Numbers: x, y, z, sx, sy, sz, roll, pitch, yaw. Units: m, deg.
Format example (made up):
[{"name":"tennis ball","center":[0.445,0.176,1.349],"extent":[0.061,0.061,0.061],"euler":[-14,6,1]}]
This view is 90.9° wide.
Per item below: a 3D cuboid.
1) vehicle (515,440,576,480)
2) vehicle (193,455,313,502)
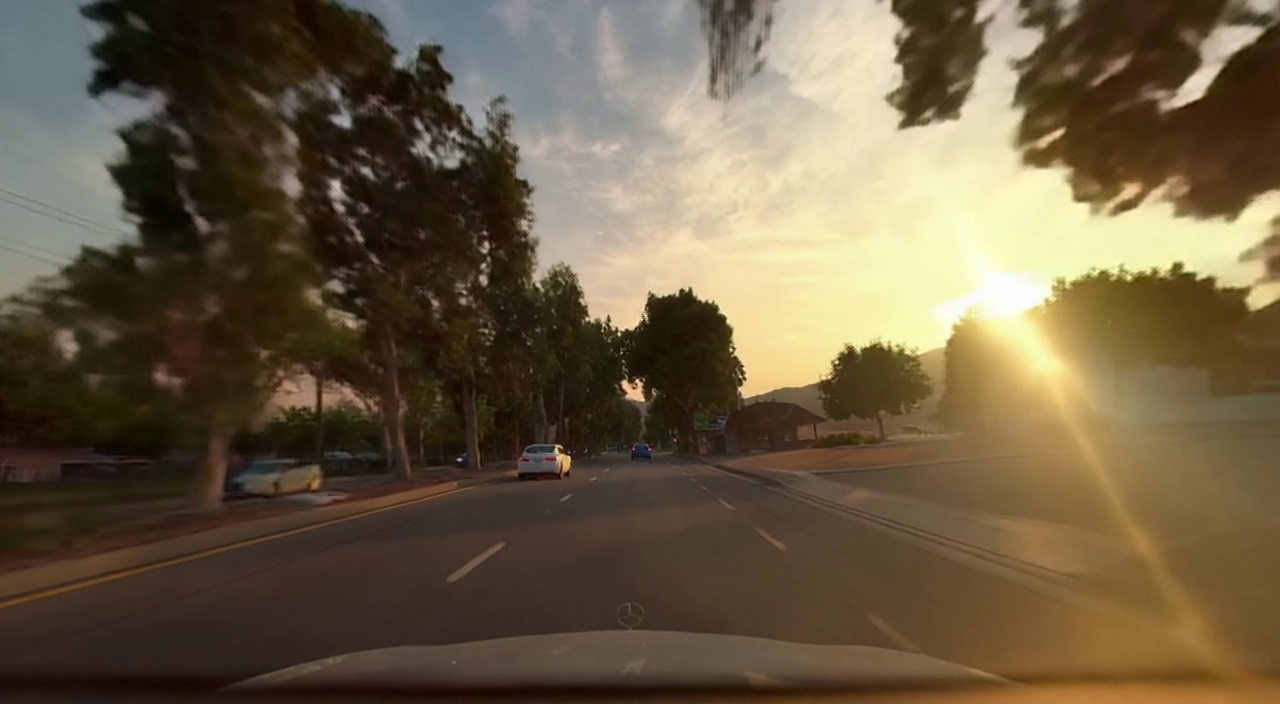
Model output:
[{"name":"vehicle","center":[-4.087,4.732,27.871],"extent":[1.914,1.630,4.351],"euler":[0,-9,1]},{"name":"vehicle","center":[-15.260,4.961,25.206],"extent":[1.752,1.590,4.745],"euler":[0,-9,0]}]
